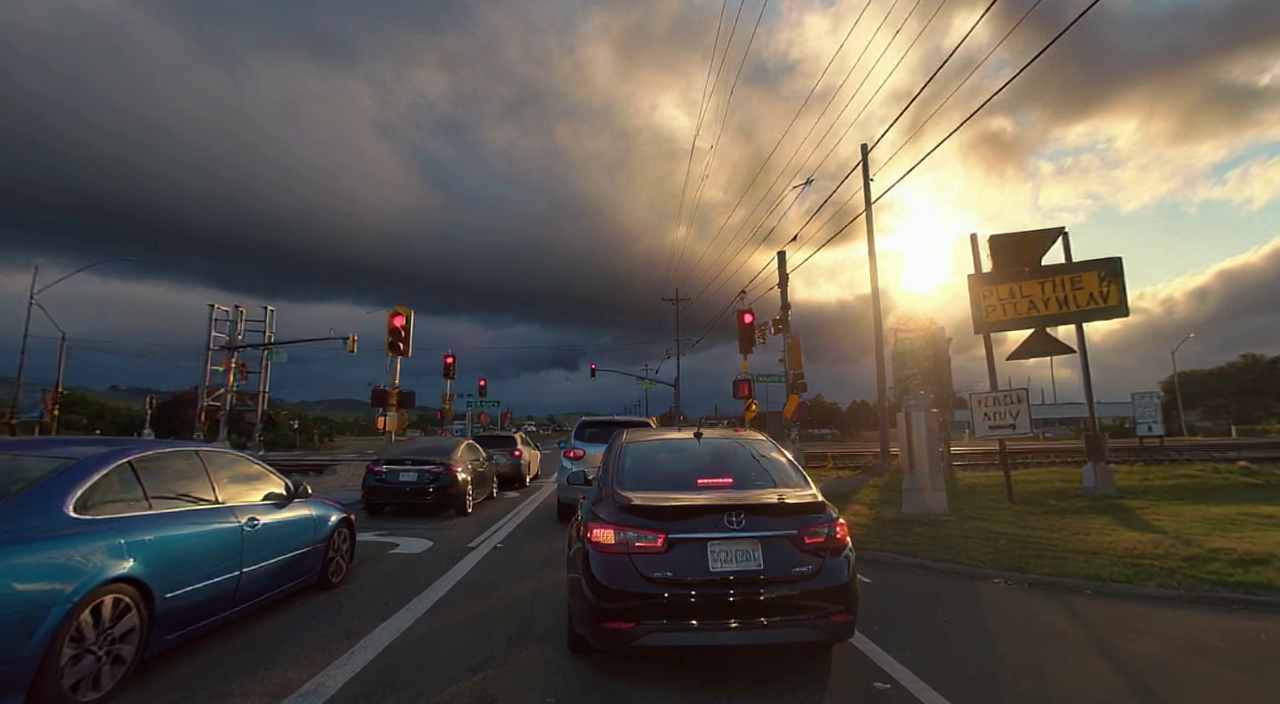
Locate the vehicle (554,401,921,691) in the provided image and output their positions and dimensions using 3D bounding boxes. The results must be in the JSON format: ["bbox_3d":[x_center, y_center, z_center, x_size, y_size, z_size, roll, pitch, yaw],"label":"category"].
[{"bbox_3d":[0.413,1.334,5.461,1.998,1.529,3.960,1,-9,-4],"label":"vehicle"}]

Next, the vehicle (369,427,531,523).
[{"bbox_3d":[-3.353,2.254,12.073,1.984,1.505,3.982,0,-9,-2],"label":"vehicle"}]

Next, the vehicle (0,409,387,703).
[{"bbox_3d":[-3.709,1.249,4.450,1.956,1.468,4.585,0,-9,0],"label":"vehicle"}]
